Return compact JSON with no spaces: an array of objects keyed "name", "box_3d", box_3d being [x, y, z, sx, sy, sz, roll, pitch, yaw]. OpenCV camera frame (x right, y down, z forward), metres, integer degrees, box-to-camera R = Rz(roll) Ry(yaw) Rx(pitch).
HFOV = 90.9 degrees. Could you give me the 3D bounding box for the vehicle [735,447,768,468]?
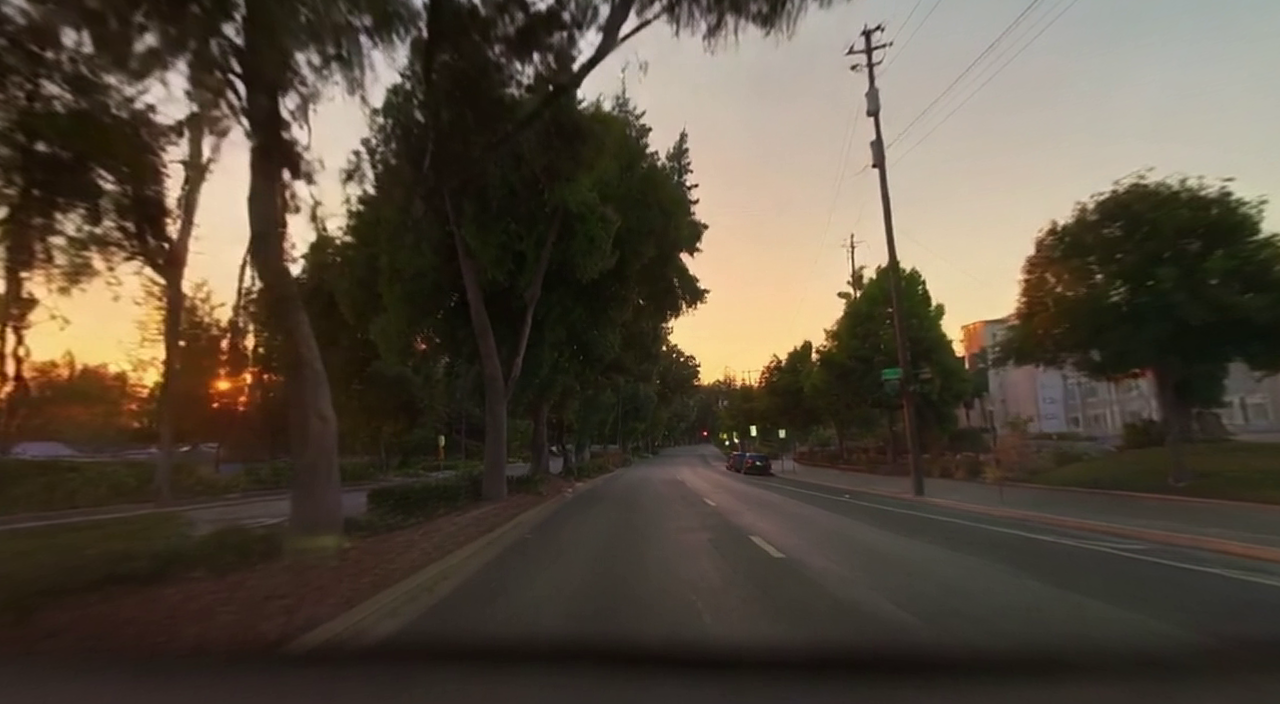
[{"name":"vehicle","box_3d":[8.460,8.029,48.137,1.868,1.437,4.254,-1,-8,3]}]
